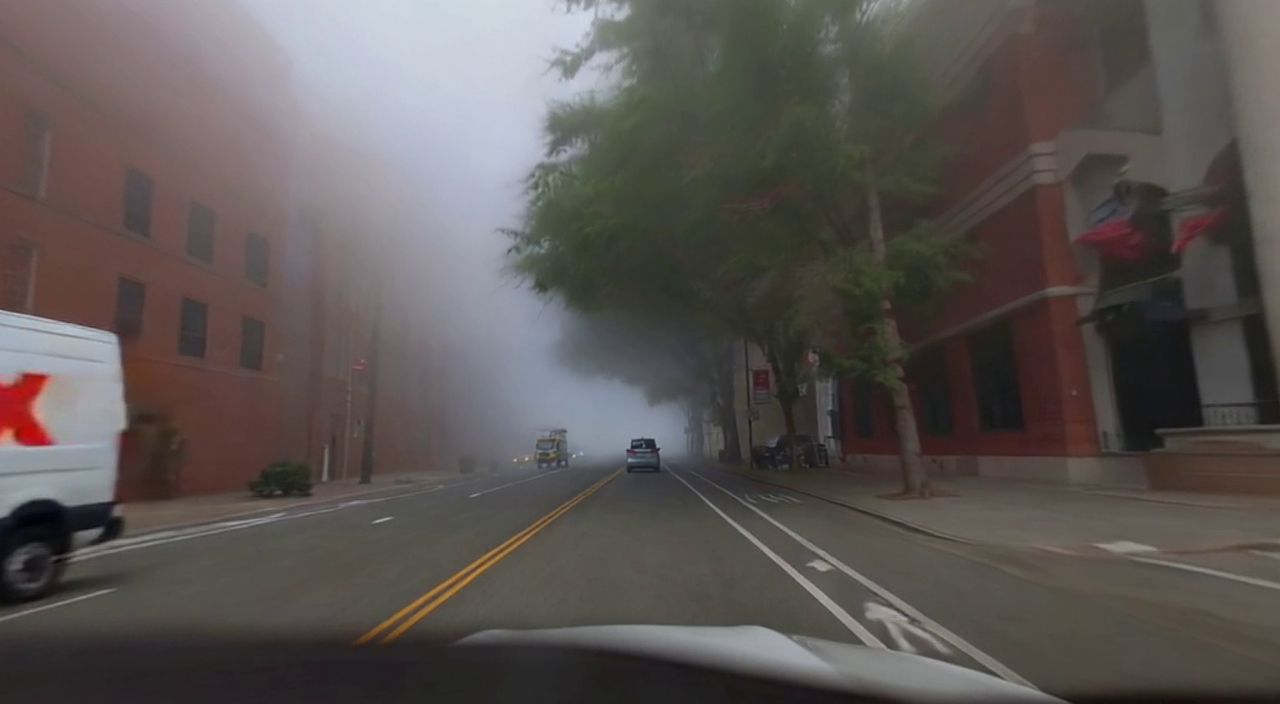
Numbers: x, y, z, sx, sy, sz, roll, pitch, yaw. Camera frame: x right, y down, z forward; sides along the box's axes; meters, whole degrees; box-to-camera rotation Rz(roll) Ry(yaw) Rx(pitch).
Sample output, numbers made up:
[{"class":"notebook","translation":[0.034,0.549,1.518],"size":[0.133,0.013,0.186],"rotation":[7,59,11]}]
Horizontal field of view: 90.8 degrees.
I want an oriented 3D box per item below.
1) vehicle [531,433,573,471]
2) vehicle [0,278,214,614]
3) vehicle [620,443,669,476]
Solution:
[{"class":"vehicle","translation":[-6.511,7.429,47.396],"size":[2.418,2.620,5.522],"rotation":[-1,-8,0]},{"class":"vehicle","translation":[-7.284,0.743,4.951],"size":[2.754,3.065,7.103],"rotation":[0,-8,1]},{"class":"vehicle","translation":[0.300,5.559,32.919],"size":[2.356,1.572,4.810],"rotation":[0,-9,2]}]
